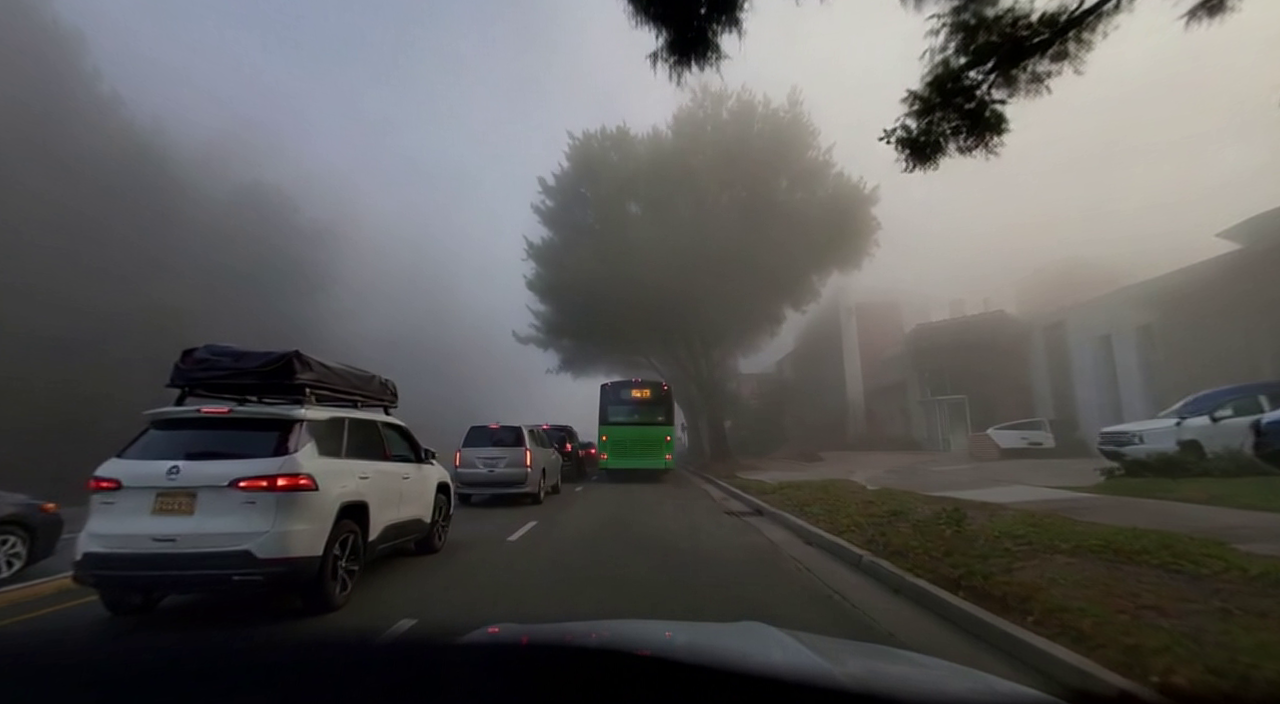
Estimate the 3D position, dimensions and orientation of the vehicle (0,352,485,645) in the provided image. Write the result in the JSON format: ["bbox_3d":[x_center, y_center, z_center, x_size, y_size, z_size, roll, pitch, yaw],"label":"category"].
[{"bbox_3d":[-3.355,1.316,6.667,2.095,1.892,5.043,0,-9,1],"label":"vehicle"}]

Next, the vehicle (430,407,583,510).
[{"bbox_3d":[-3.045,2.652,16.147,2.546,2.125,5.869,0,-9,1],"label":"vehicle"}]

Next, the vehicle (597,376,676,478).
[{"bbox_3d":[-0.125,3.744,30.111,2.970,3.857,12.200,0,-9,0],"label":"vehicle"}]
